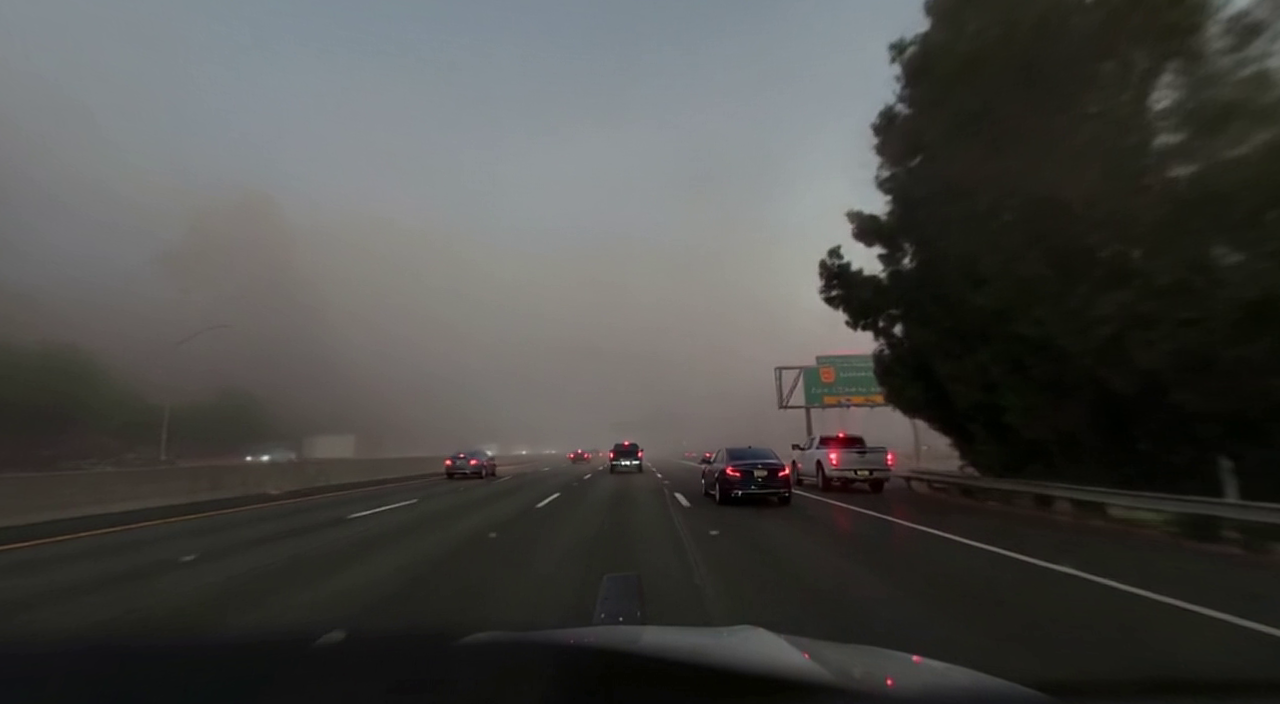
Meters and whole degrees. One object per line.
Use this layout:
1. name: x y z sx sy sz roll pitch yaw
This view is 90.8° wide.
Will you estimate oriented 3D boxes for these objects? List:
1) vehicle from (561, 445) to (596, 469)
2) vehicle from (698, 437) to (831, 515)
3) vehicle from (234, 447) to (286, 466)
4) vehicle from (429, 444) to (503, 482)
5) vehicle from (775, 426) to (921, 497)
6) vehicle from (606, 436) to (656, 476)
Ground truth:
1. vehicle: -4.088 7.042 42.574 1.935 1.487 4.076 0 -8 1
2. vehicle: 2.563 2.669 14.150 2.011 1.462 4.286 0 -8 -1
3. vehicle: -29.898 8.216 49.822 1.862 1.473 3.639 0 -8 0
4. vehicle: -7.356 4.709 27.110 1.920 1.482 4.385 0 -8 0
5. vehicle: 6.317 3.417 20.255 2.635 1.919 5.907 0 -8 -1
6. vehicle: -0.438 5.197 31.819 2.323 1.805 4.729 0 -8 0
